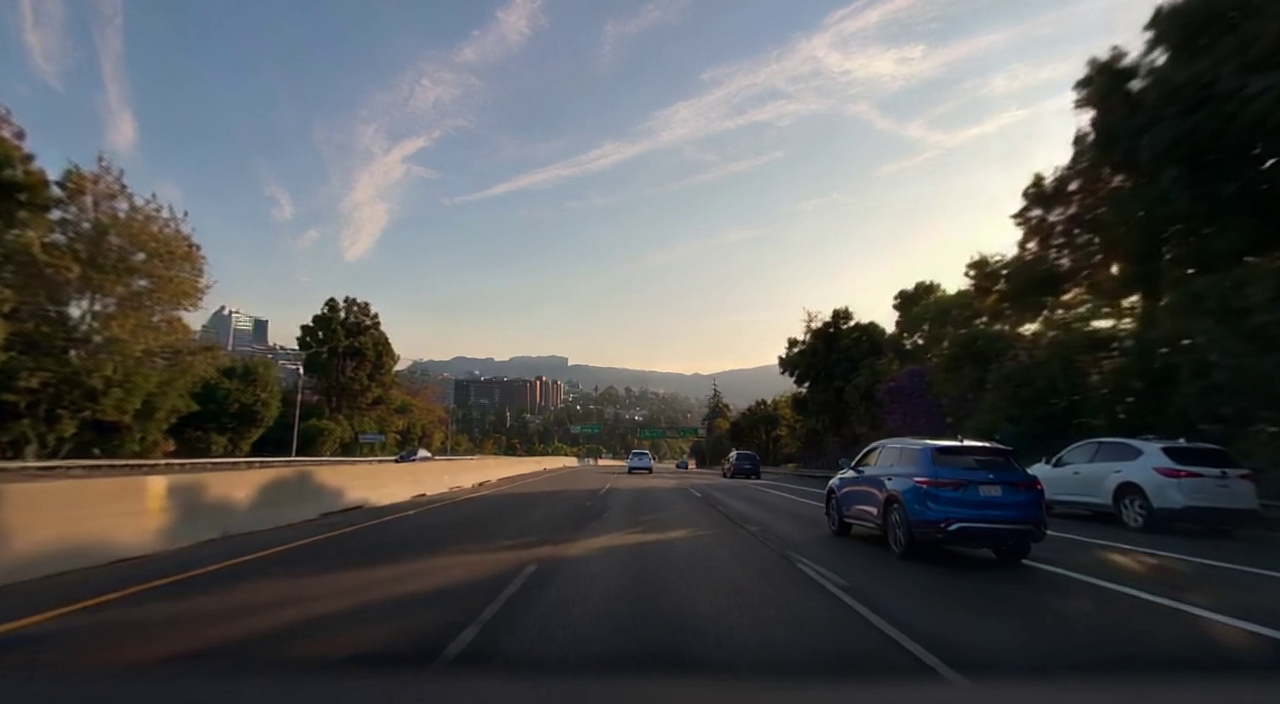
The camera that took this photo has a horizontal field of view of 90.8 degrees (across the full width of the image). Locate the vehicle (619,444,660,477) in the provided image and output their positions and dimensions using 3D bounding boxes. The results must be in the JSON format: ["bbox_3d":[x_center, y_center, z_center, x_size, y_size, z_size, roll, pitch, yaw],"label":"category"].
[{"bbox_3d":[-0.087,6.188,36.334,2.181,1.768,4.383,1,-9,-2],"label":"vehicle"}]

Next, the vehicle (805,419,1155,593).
[{"bbox_3d":[3.874,1.819,8.336,2.097,1.659,4.320,1,-9,-2],"label":"vehicle"}]

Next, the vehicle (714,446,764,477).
[{"bbox_3d":[7.517,8.390,48.815,2.526,2.230,6.190,1,-9,-4],"label":"vehicle"}]

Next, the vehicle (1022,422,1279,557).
[{"bbox_3d":[9.307,2.278,11.113,1.967,1.816,4.775,2,-9,-3],"label":"vehicle"}]

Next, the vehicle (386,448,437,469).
[{"bbox_3d":[-17.264,8.054,48.029,2.137,1.454,4.701,0,-9,0],"label":"vehicle"}]
